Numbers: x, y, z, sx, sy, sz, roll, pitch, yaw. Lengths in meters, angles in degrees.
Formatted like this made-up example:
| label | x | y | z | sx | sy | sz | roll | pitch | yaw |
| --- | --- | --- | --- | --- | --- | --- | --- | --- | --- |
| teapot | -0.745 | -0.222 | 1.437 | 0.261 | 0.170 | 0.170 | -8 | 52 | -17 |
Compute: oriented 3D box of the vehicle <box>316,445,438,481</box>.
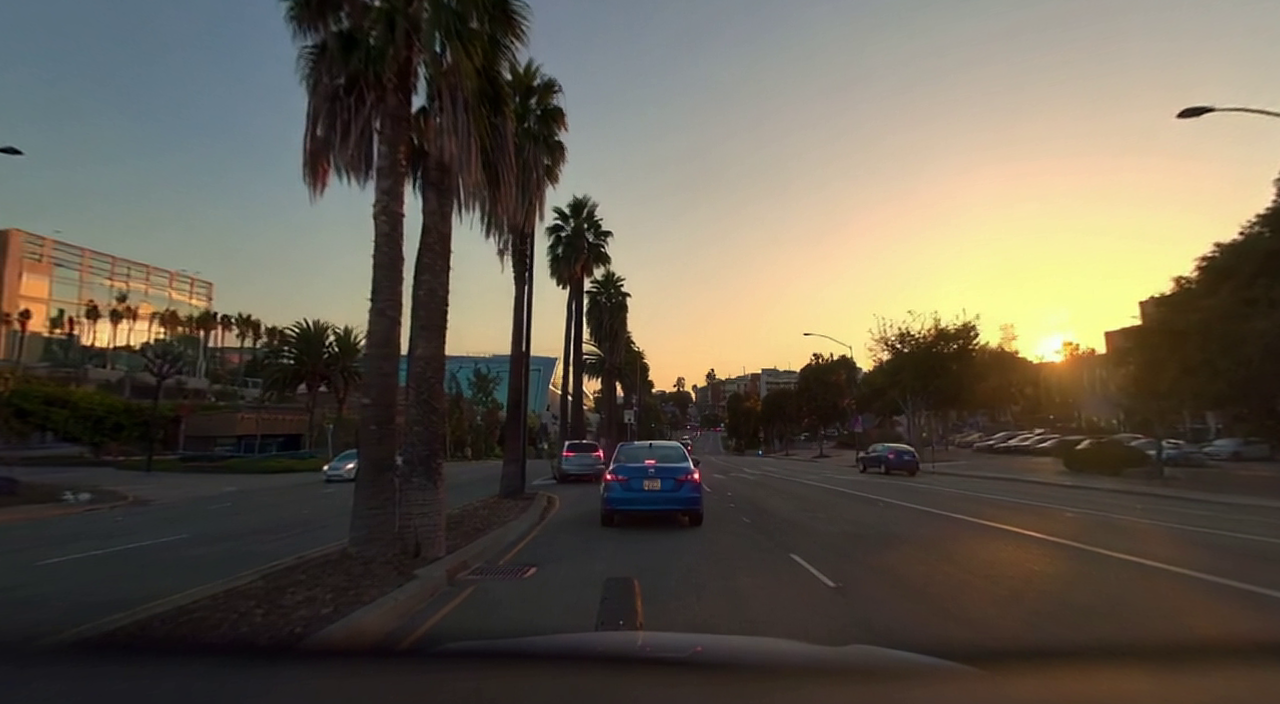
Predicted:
| label | x | y | z | sx | sy | sz | roll | pitch | yaw |
| --- | --- | --- | --- | --- | --- | --- | --- | --- | --- |
| vehicle | -11.679 | 4.909 | 28.190 | 4.585 | 1.479 | 2.088 | -2 | -9 | 13 |

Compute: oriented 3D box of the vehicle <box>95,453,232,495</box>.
| label | x | y | z | sx | sy | sz | roll | pitch | yaw |
| --- | --- | --- | --- | --- | --- | --- | --- | --- | --- |
| vehicle | -18.002 | 4.565 | 23.914 | 4.071 | 1.442 | 1.948 | -2 | -9 | 16 |

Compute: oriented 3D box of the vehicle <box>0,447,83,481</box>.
| label | x | y | z | sx | sy | sz | roll | pitch | yaw |
| --- | --- | --- | --- | --- | --- | --- | --- | --- | --- |
| vehicle | -28.694 | 5.162 | 29.352 | 4.287 | 1.509 | 1.972 | -2 | -9 | 13 |

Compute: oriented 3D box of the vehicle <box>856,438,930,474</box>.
| label | x | y | z | sx | sy | sz | roll | pitch | yaw |
| --- | --- | --- | --- | --- | --- | --- | --- | --- | --- |
| vehicle | 14.104 | 5.816 | 35.542 | 2.131 | 1.832 | 5.203 | 0 | -9 | 2 |

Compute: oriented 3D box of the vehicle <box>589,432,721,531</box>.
| label | x | y | z | sx | sy | sz | roll | pitch | yaw |
| --- | --- | --- | --- | --- | --- | --- | --- | --- | --- |
| vehicle | 0.179 | 2.284 | 11.791 | 1.986 | 1.473 | 4.382 | 0 | -9 | -1 |

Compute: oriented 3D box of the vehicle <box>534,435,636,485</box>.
| label | x | y | z | sx | sy | sz | roll | pitch | yaw |
| --- | --- | --- | --- | --- | --- | --- | --- | --- | --- |
| vehicle | -2.043 | 3.755 | 22.264 | 2.095 | 1.552 | 4.457 | 4 | -9 | -26 |
